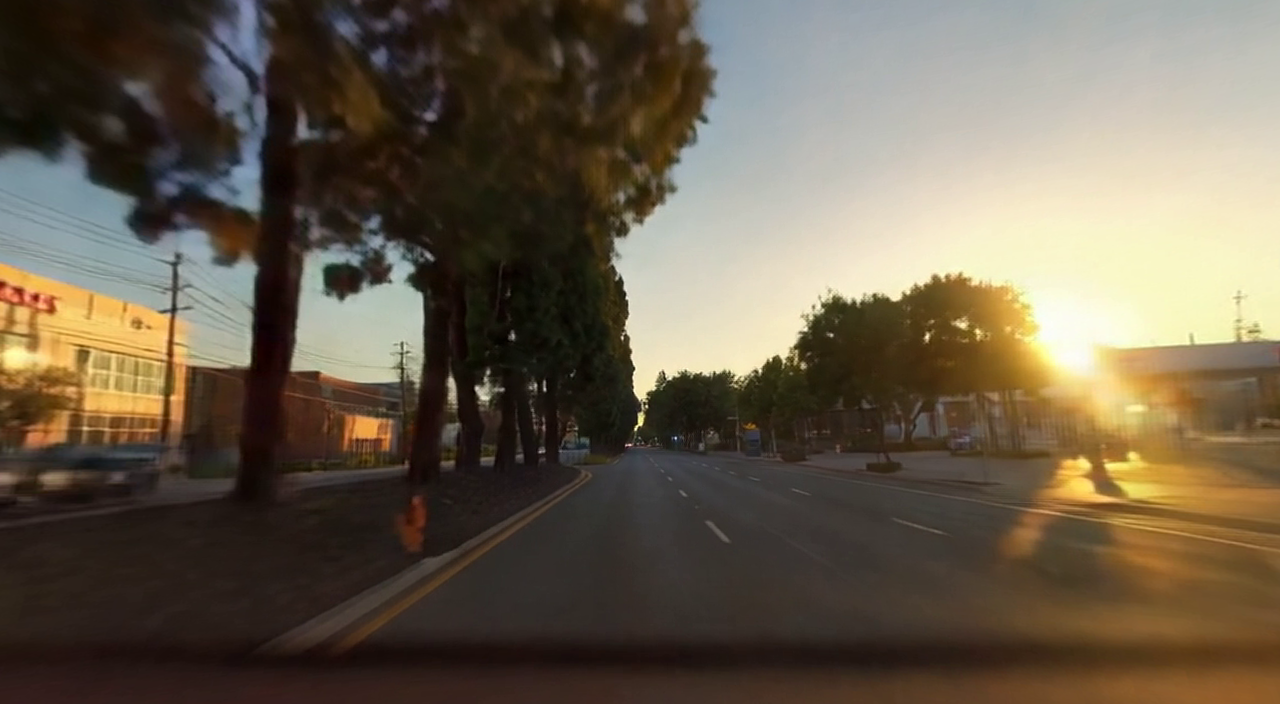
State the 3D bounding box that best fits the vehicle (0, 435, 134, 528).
[{"bbox_3d":[-12.268,2.415,12.027,1.861,1.616,4.077,0,-8,0],"label":"vehicle"}]
